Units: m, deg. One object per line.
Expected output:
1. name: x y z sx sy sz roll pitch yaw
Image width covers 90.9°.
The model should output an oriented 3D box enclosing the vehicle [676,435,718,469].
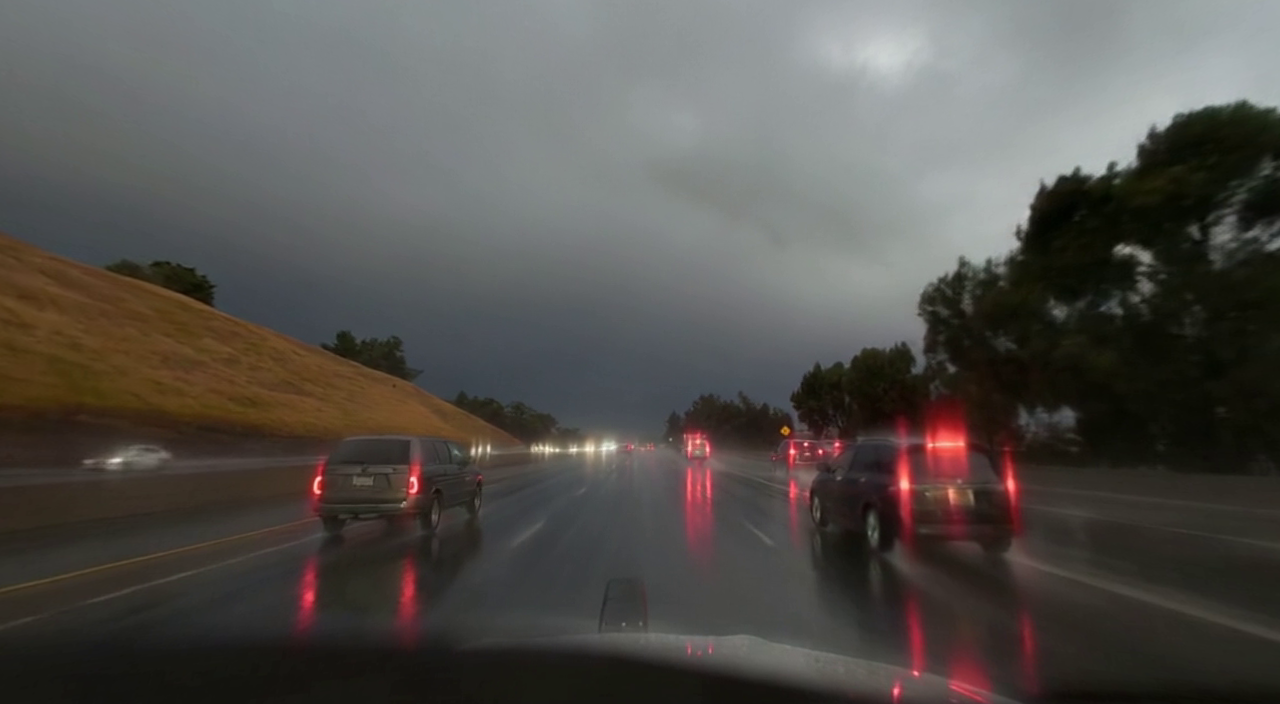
1. vehicle: 3.472 6.233 39.498 2.121 1.925 5.056 0 -8 0

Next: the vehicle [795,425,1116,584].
1. vehicle: 3.524 1.765 8.172 1.941 1.481 4.300 0 -8 0

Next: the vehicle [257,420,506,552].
1. vehicle: -3.801 2.046 10.360 2.166 1.672 4.388 0 -8 1
